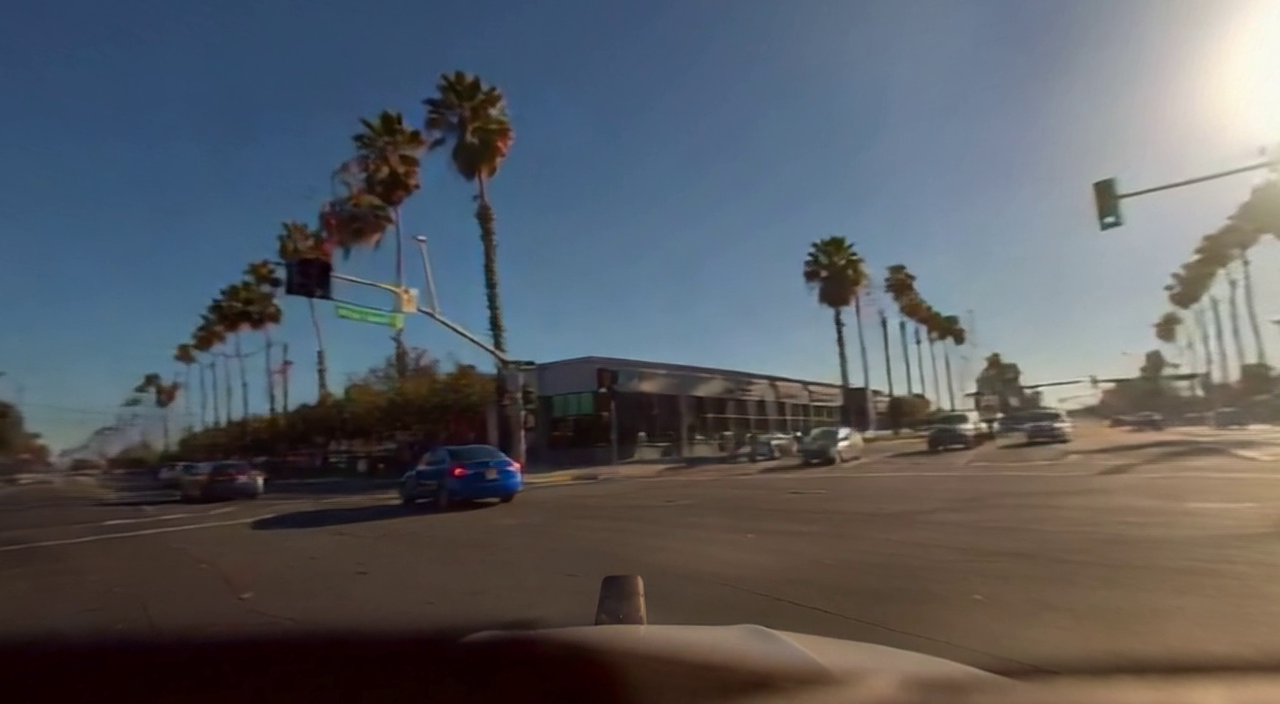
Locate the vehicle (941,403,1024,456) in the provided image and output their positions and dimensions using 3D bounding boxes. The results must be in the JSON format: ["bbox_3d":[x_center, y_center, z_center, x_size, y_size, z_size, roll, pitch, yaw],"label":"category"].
[{"bbox_3d":[12.686,2.891,23.305,2.187,1.740,4.022,-6,-10,33],"label":"vehicle"}]

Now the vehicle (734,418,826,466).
[{"bbox_3d":[5.899,3.700,26.245,2.090,1.593,4.176,-9,-8,35],"label":"vehicle"}]

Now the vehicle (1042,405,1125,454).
[{"bbox_3d":[15.123,2.644,21.633,2.041,1.473,4.221,-6,-8,34],"label":"vehicle"}]

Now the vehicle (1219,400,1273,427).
[{"bbox_3d":[47.307,4.859,49.427,2.027,1.848,5.158,-6,-10,33],"label":"vehicle"}]

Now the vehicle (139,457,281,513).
[{"bbox_3d":[-14.058,4.239,20.597,4.687,1.509,2.068,-6,-10,33],"label":"vehicle"}]

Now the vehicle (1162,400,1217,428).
[{"bbox_3d":[42.537,4.861,49.024,2.313,1.935,4.969,-6,-10,32],"label":"vehicle"}]

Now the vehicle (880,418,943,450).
[{"bbox_3d":[13.578,4.112,31.416,1.973,1.474,4.495,-6,-10,33],"label":"vehicle"}]

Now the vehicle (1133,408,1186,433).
[{"bbox_3d":[33.325,4.450,40.633,1.977,1.449,4.254,-6,-10,31],"label":"vehicle"}]

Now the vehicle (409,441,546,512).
[{"bbox_3d":[-4.161,2.977,15.708,2.089,1.471,4.206,5,-10,-32],"label":"vehicle"}]

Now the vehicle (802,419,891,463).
[{"bbox_3d":[7.916,3.367,23.959,2.041,1.498,4.348,-6,-10,33],"label":"vehicle"}]
